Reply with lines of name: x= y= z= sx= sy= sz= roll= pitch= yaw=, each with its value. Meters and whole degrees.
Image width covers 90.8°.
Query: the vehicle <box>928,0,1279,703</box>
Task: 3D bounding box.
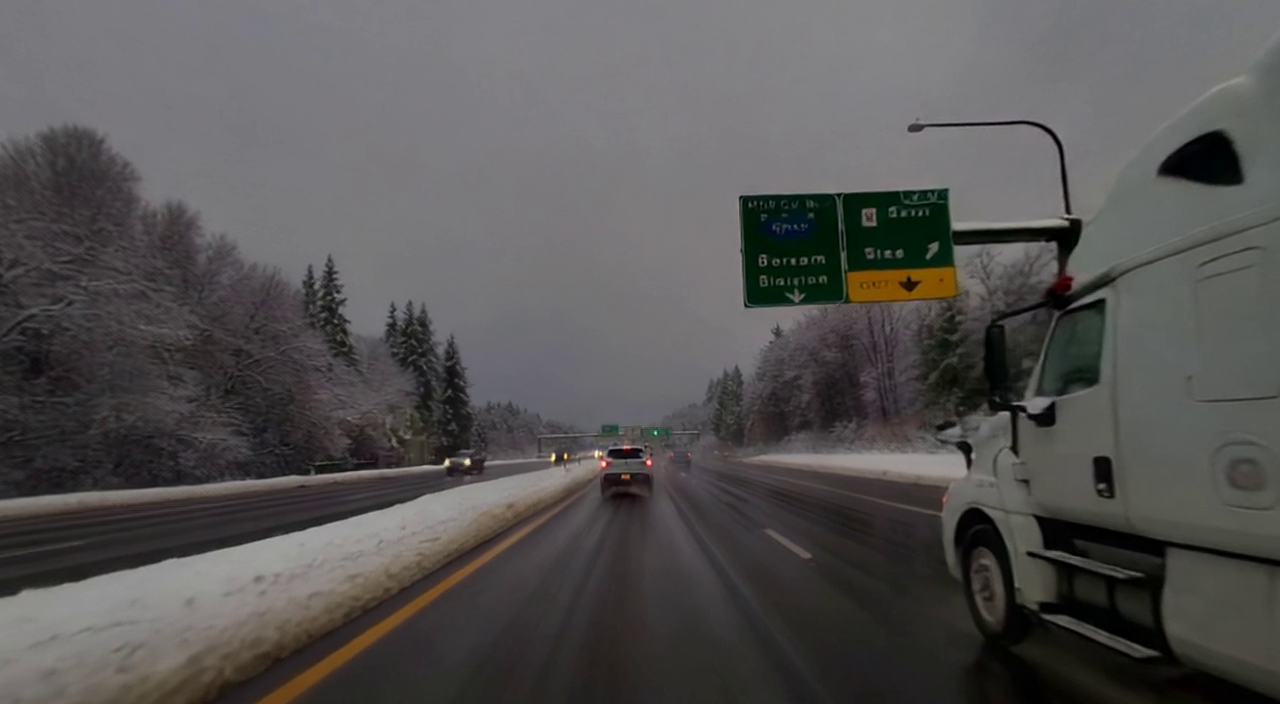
vehicle: x=3.884 y=-0.249 z=1.880 sx=3.001 sy=3.728 sz=5.947 roll=0 pitch=-9 yaw=-1

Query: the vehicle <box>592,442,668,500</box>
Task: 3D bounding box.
vehicle: x=-0.285 y=3.437 z=18.525 sx=2.003 sy=1.490 sz=3.636 roll=0 pitch=-9 yaw=0

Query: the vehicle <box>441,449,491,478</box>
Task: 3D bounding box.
vehicle: x=-11.823 y=7.556 z=43.074 sx=2.063 sy=1.828 sz=4.416 roll=0 pitch=-9 yaw=1
